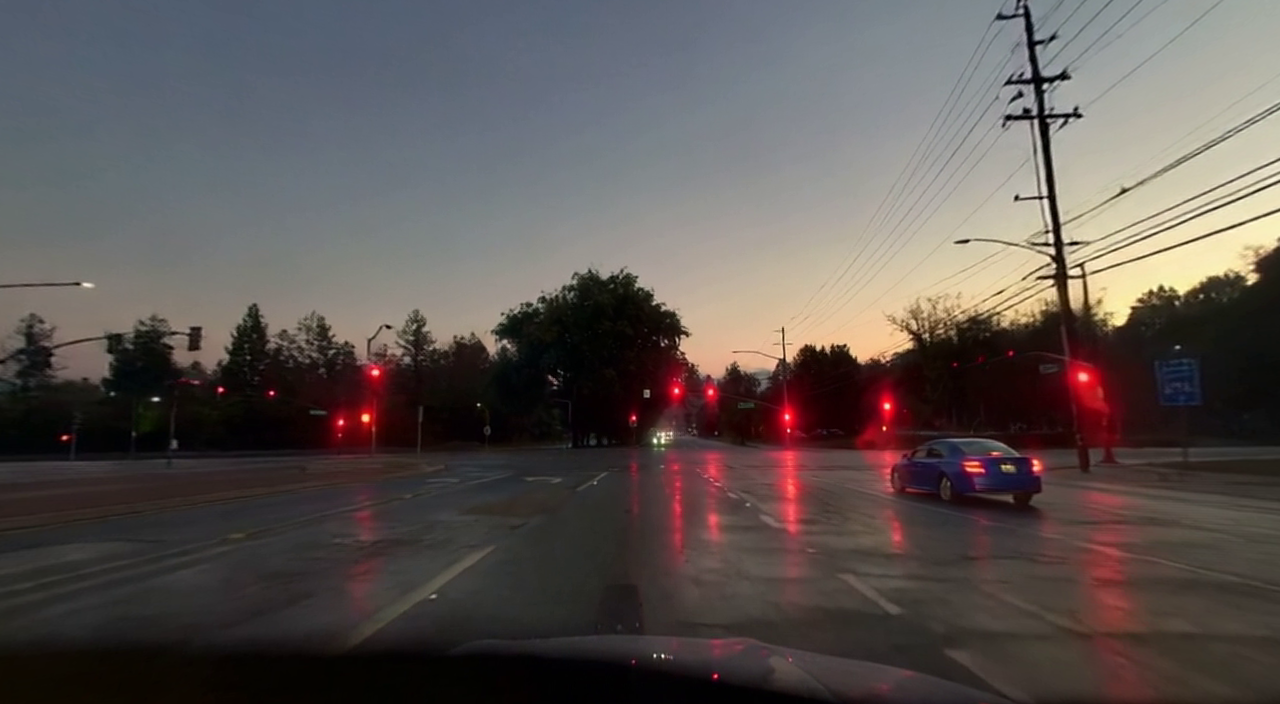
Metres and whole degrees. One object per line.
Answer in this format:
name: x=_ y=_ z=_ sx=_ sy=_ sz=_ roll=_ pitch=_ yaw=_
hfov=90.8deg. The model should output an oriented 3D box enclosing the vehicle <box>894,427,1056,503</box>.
vehicle: x=7.691 y=2.617 z=14.957 sx=1.797 sy=1.544 sz=3.685 roll=0 pitch=-9 yaw=0
